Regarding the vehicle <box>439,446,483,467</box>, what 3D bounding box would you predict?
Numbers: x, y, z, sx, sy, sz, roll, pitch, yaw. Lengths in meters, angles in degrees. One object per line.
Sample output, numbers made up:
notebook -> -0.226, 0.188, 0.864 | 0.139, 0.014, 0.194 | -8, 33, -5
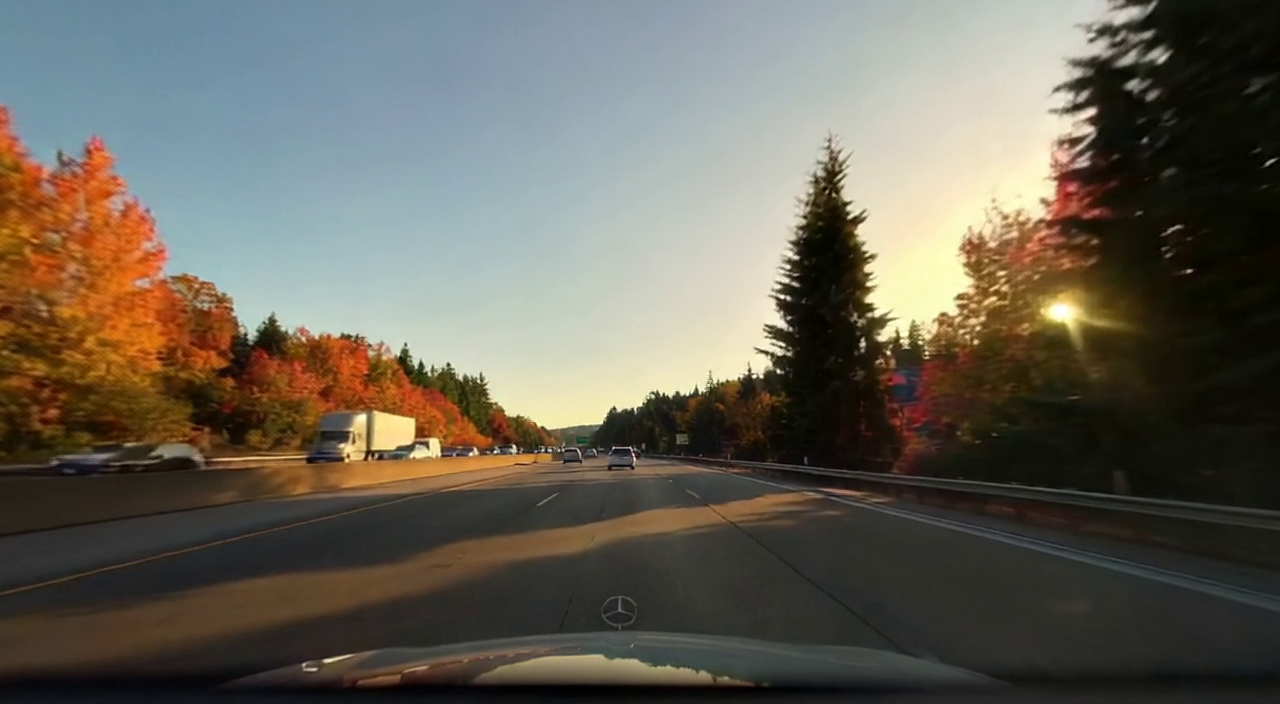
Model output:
vehicle -> -13.428, 7.869, 47.279 | 1.946, 1.512, 4.747 | 0, -9, -1

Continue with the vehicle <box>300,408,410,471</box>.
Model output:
vehicle -> -18.670, 5.943, 42.102 | 2.988, 3.698, 10.089 | 0, -9, -2

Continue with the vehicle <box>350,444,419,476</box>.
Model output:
vehicle -> -12.876, 5.453, 31.883 | 1.881, 1.507, 3.991 | 0, -9, -1

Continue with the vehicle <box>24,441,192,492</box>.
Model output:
vehicle -> -17.811, 3.833, 21.337 | 1.850, 1.509, 4.482 | 0, -9, -1

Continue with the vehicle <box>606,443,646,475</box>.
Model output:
vehicle -> -0.781, 5.983, 35.196 | 2.115, 1.661, 4.049 | 0, -9, -2
